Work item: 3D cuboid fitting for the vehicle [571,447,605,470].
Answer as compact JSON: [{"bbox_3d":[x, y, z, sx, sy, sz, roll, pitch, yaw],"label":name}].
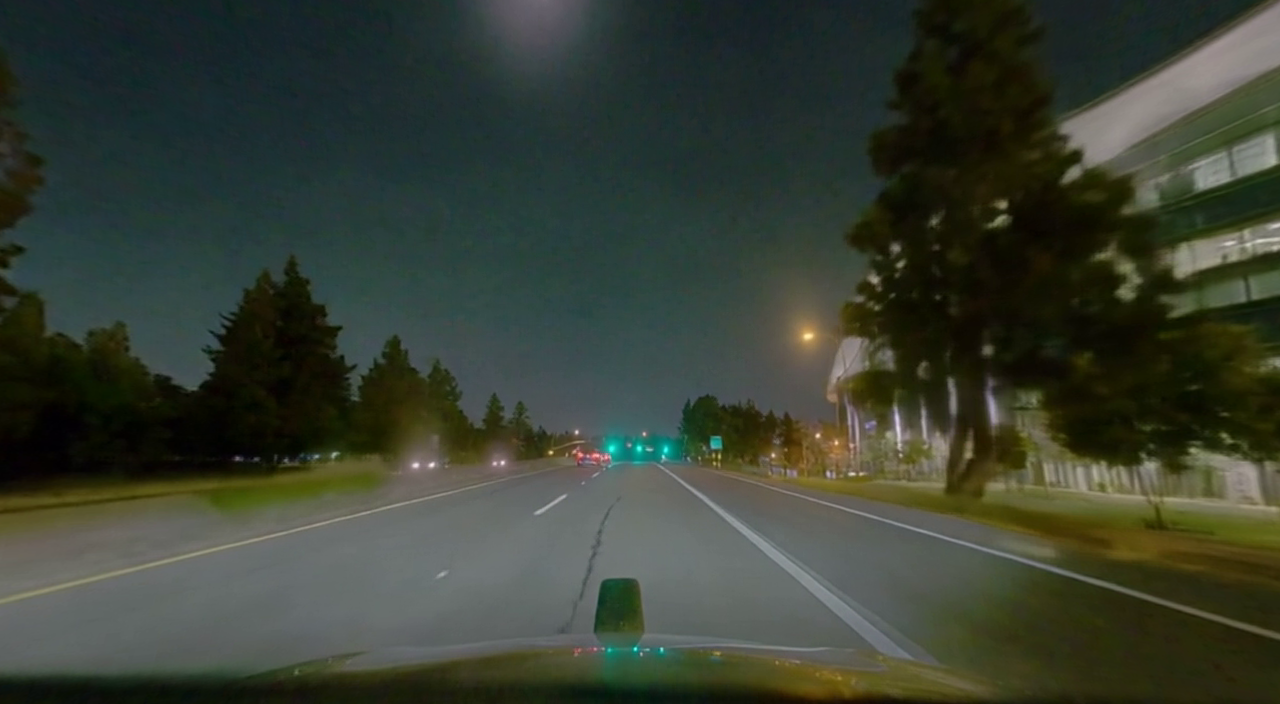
[{"bbox_3d":[-3.635,7.544,44.904,1.984,1.521,4.682,0,-8,0],"label":"vehicle"}]
